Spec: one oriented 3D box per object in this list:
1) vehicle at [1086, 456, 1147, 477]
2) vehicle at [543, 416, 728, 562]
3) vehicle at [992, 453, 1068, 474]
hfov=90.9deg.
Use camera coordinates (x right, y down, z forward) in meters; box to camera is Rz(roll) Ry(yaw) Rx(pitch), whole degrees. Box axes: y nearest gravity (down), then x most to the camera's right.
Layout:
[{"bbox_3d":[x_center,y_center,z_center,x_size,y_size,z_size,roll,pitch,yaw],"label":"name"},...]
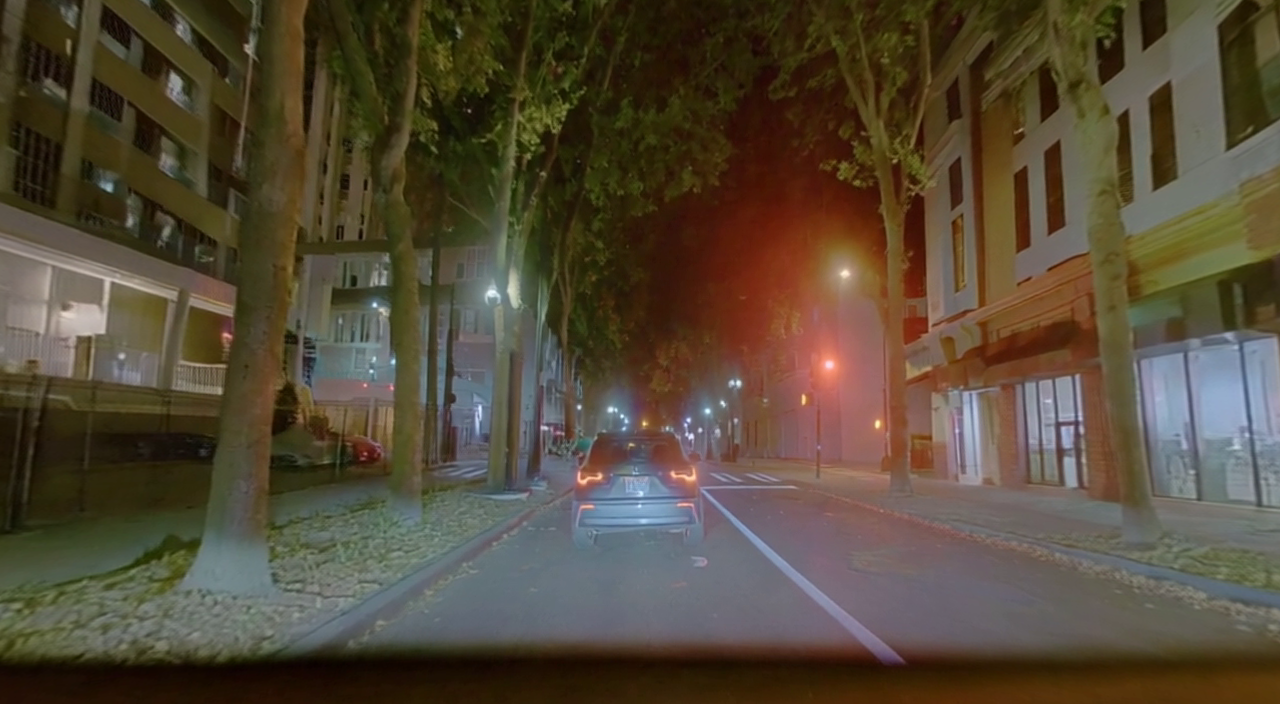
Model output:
[{"bbox_3d":[36.489,8.750,48.278,3.445,1.363,1.608,3,-7,-1],"label":"vehicle"},{"bbox_3d":[-0.082,1.834,9.110,2.079,1.621,3.861,0,-8,-1],"label":"vehicle"},{"bbox_3d":[29.772,8.493,48.159,4.668,1.441,1.904,1,-9,-6],"label":"vehicle"}]
